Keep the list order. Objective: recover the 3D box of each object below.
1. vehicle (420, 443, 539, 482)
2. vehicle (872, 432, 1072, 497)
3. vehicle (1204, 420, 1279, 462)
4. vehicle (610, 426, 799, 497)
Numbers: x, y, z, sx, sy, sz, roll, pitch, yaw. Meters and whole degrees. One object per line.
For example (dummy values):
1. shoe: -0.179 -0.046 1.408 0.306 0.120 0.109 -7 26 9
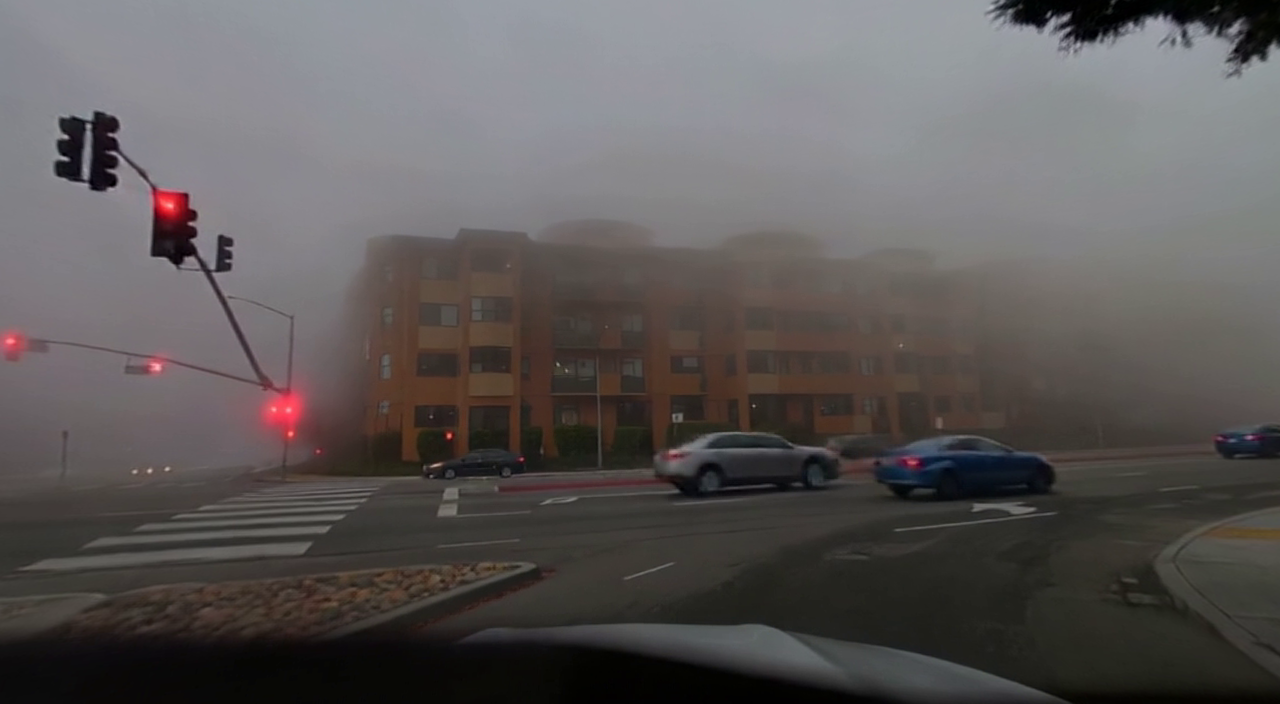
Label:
1. vehicle: -6.380 4.358 25.080 4.289 1.415 1.774 4 -9 -24
2. vehicle: 8.354 2.773 15.913 4.521 1.433 1.943 3 -9 -23
3. vehicle: 27.288 3.893 27.590 4.711 1.688 1.915 3 -9 -23
4. vehicle: 1.736 2.910 17.078 4.683 1.678 1.981 4 -9 -23
